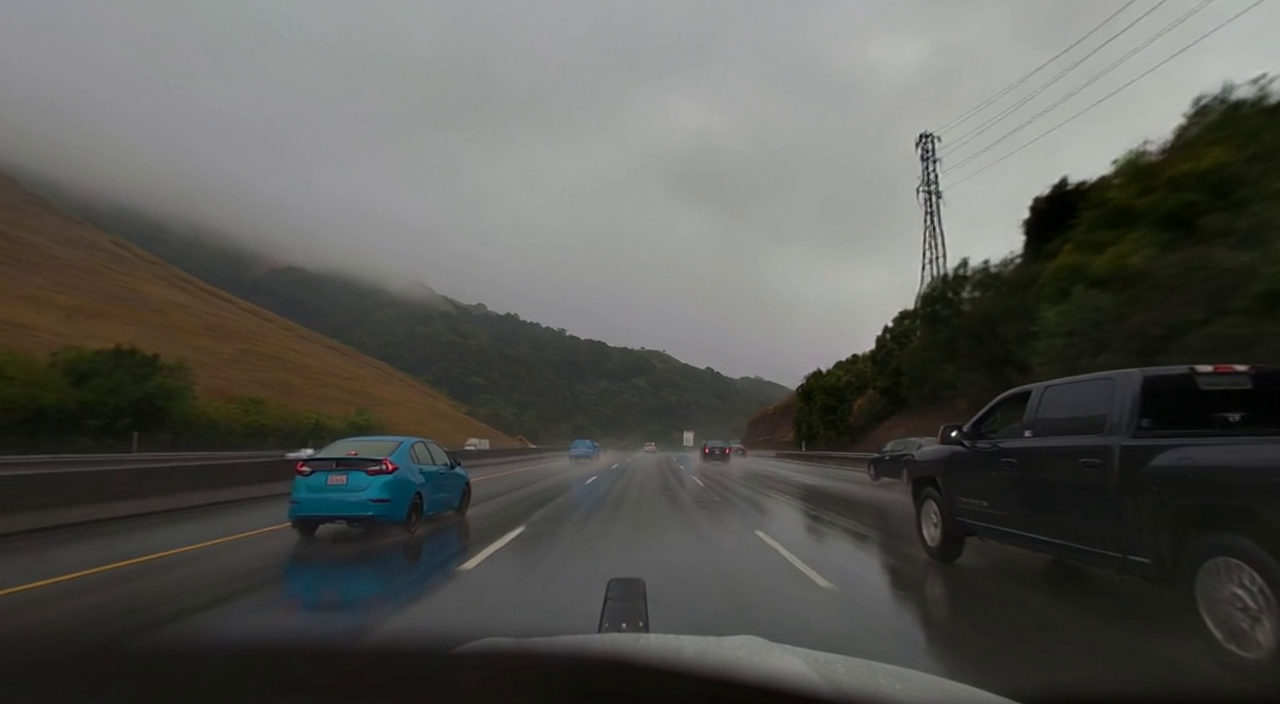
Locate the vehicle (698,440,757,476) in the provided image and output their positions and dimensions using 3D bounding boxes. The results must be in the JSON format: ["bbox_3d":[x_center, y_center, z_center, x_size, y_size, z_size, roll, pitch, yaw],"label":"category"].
[{"bbox_3d":[3.898,4.785,28.775,2.046,1.471,4.333,0,-8,0],"label":"vehicle"}]

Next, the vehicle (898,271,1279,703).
[{"bbox_3d":[3.462,0.786,3.205,2.098,1.925,5.171,0,-8,0],"label":"vehicle"}]

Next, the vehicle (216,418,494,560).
[{"bbox_3d":[-3.862,1.944,9.688,2.113,1.636,4.494,0,-8,1],"label":"vehicle"}]

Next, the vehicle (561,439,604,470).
[{"bbox_3d":[-3.302,5.971,36.990,2.021,1.679,4.310,-1,-8,2],"label":"vehicle"}]
